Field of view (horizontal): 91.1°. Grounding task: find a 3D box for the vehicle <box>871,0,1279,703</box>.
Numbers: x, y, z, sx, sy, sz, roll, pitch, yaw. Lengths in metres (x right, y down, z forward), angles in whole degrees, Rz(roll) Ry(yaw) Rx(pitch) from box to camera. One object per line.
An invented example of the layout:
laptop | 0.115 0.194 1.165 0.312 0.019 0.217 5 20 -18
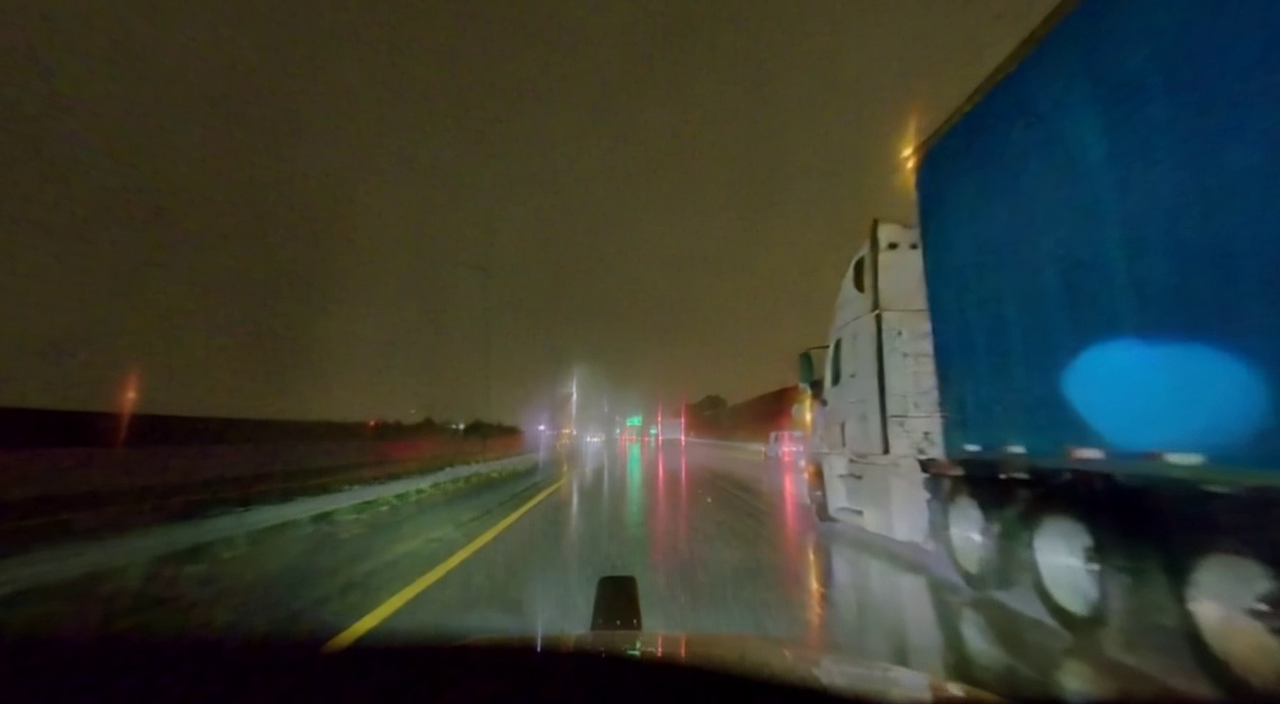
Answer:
vehicle | 4.047 -0.466 1.414 2.995 3.964 10.329 0 -8 -1
